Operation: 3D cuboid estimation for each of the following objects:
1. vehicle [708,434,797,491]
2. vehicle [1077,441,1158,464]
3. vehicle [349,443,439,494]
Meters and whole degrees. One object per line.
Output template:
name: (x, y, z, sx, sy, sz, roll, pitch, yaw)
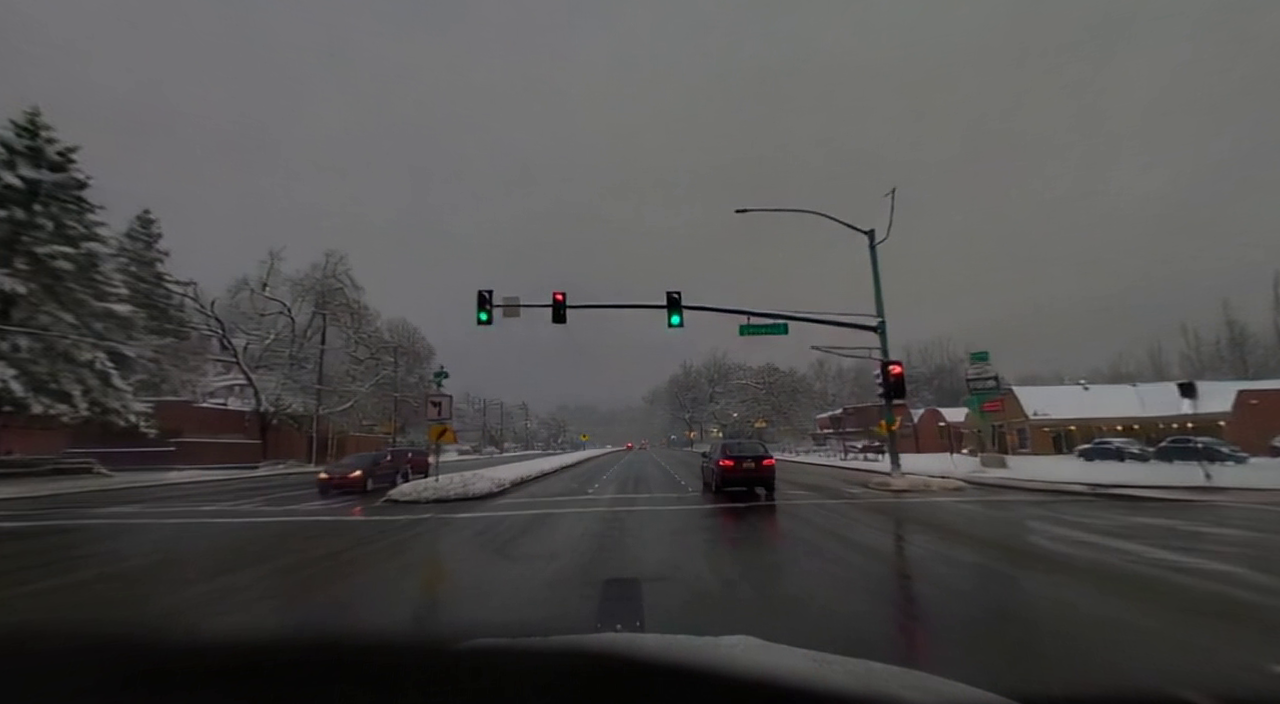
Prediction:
vehicle: (3.635, 3.667, 21.294, 2.128, 1.699, 4.222, 0, -8, -1)
vehicle: (34.610, 7.292, 45.825, 4.236, 1.632, 1.892, 0, -8, 1)
vehicle: (-9.197, 4.341, 24.016, 1.816, 1.478, 4.404, -2, -6, -2)
